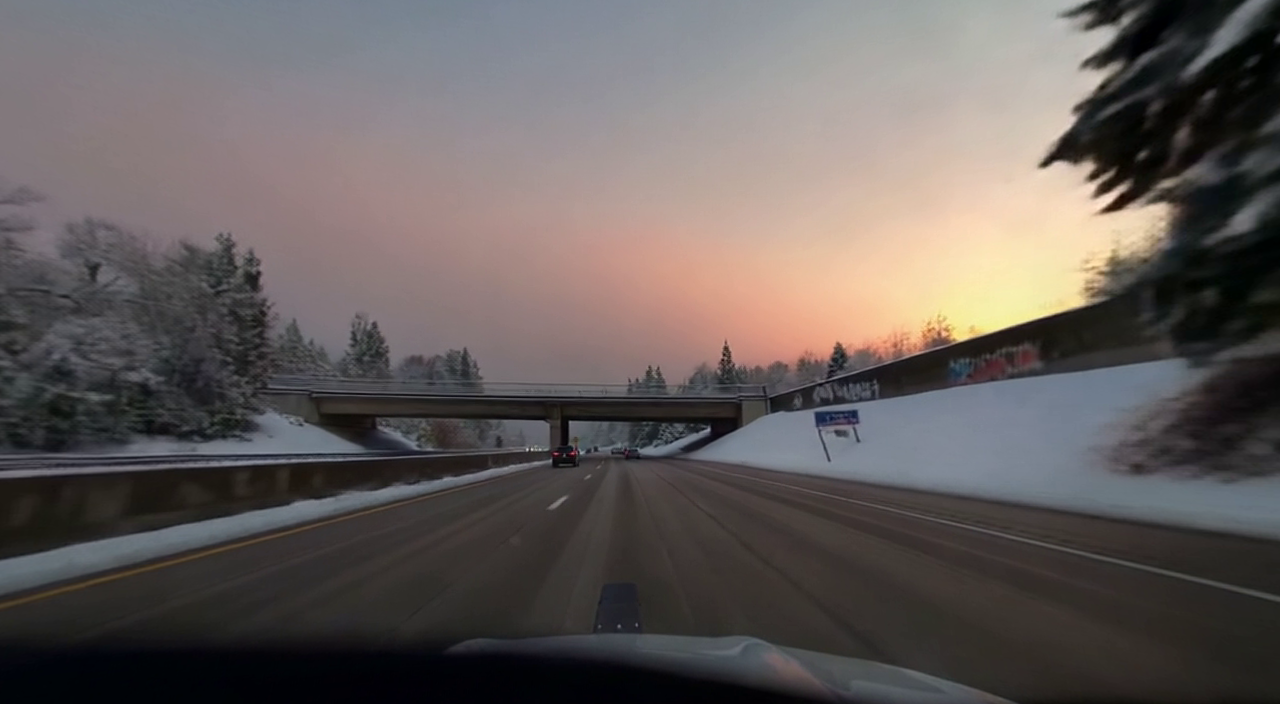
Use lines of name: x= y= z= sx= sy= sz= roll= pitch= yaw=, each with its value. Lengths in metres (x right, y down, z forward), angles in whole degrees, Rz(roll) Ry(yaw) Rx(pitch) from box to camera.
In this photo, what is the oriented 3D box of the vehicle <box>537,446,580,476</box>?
vehicle: x=-4.323 y=5.838 z=33.853 sx=1.871 sy=1.459 sz=3.771 roll=0 pitch=-9 yaw=-2
